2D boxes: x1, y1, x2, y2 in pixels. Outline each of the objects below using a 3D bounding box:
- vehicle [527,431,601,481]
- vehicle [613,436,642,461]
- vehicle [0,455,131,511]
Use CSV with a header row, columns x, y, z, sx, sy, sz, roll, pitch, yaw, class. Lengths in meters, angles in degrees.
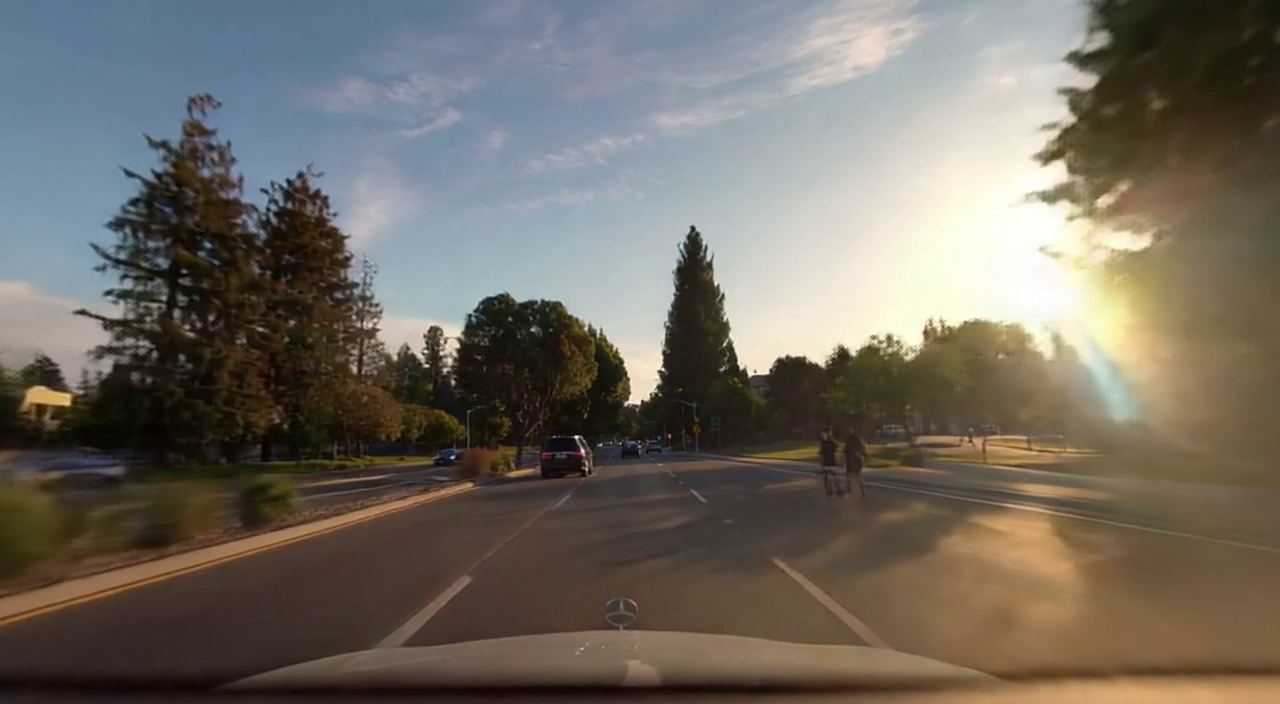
x,y,z,sx,sy,sz,roll,pitch,yaw,class
-2.767,3.939,24.074,2.174,1.703,4.231,-1,-9,2,vehicle
-0.954,7.369,48.099,2.077,1.773,4.257,0,-9,-1,vehicle
-19.743,4.314,21.198,1.902,1.625,4.095,0,-9,-1,vehicle
